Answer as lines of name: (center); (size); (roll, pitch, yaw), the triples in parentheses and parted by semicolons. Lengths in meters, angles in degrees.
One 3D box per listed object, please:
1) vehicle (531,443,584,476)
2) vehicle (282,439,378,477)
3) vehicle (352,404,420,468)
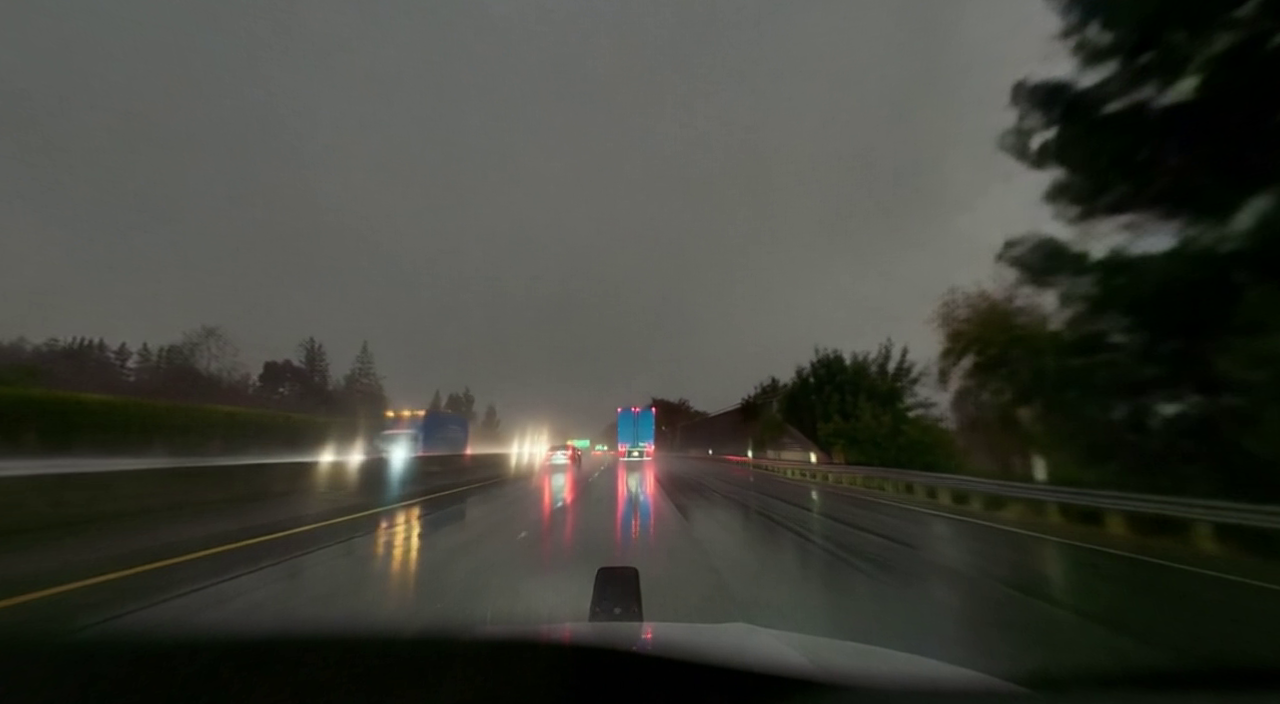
vehicle: (-4.035, 5.344, 31.373); (2.057, 1.519, 4.372); (0, -9, 0)
vehicle: (-13.199, 4.540, 27.055); (1.864, 1.501, 4.510); (0, -9, -1)
vehicle: (-17.739, 5.924, 44.033); (3.116, 4.225, 3.440); (1, -9, -1)
